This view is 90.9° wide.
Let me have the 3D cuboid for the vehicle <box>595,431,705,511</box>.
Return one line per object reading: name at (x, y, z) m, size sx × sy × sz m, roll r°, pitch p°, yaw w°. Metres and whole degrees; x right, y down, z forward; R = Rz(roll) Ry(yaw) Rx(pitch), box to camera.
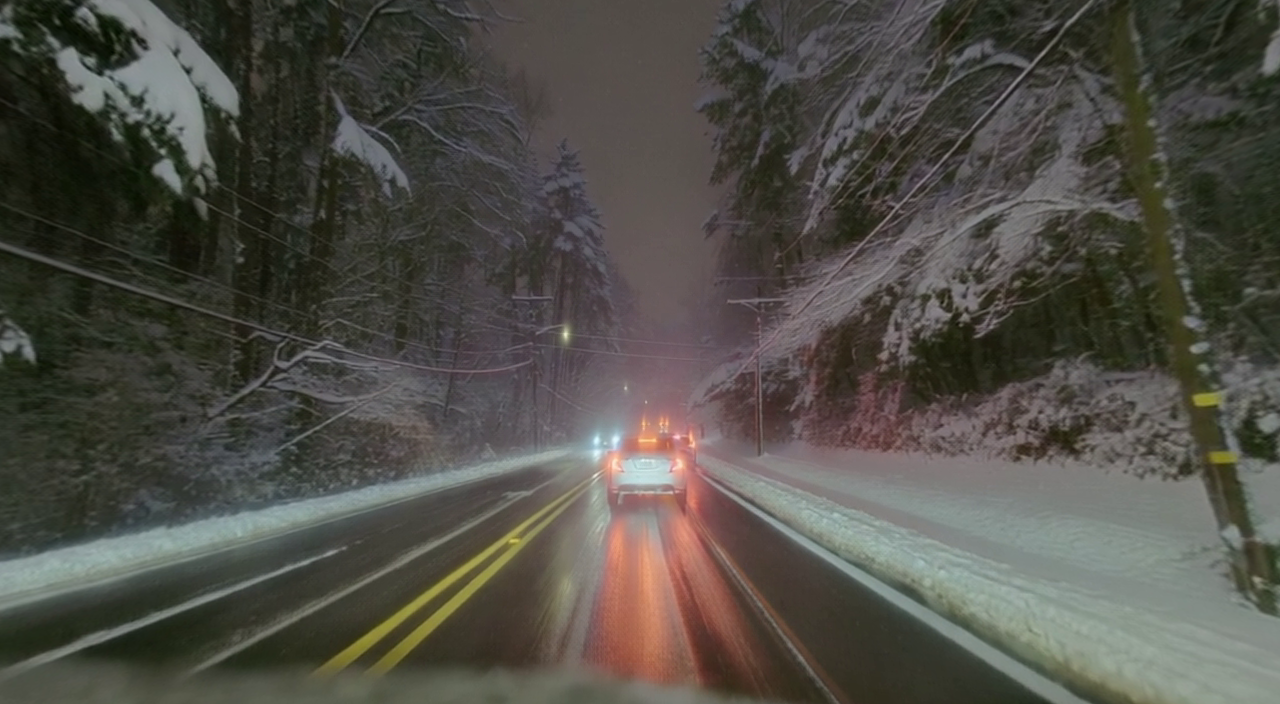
vehicle at (0.168, 2.541, 13.916) m, size 2.081 × 1.503 × 3.726 m, roll 0°, pitch -8°, yaw -1°
